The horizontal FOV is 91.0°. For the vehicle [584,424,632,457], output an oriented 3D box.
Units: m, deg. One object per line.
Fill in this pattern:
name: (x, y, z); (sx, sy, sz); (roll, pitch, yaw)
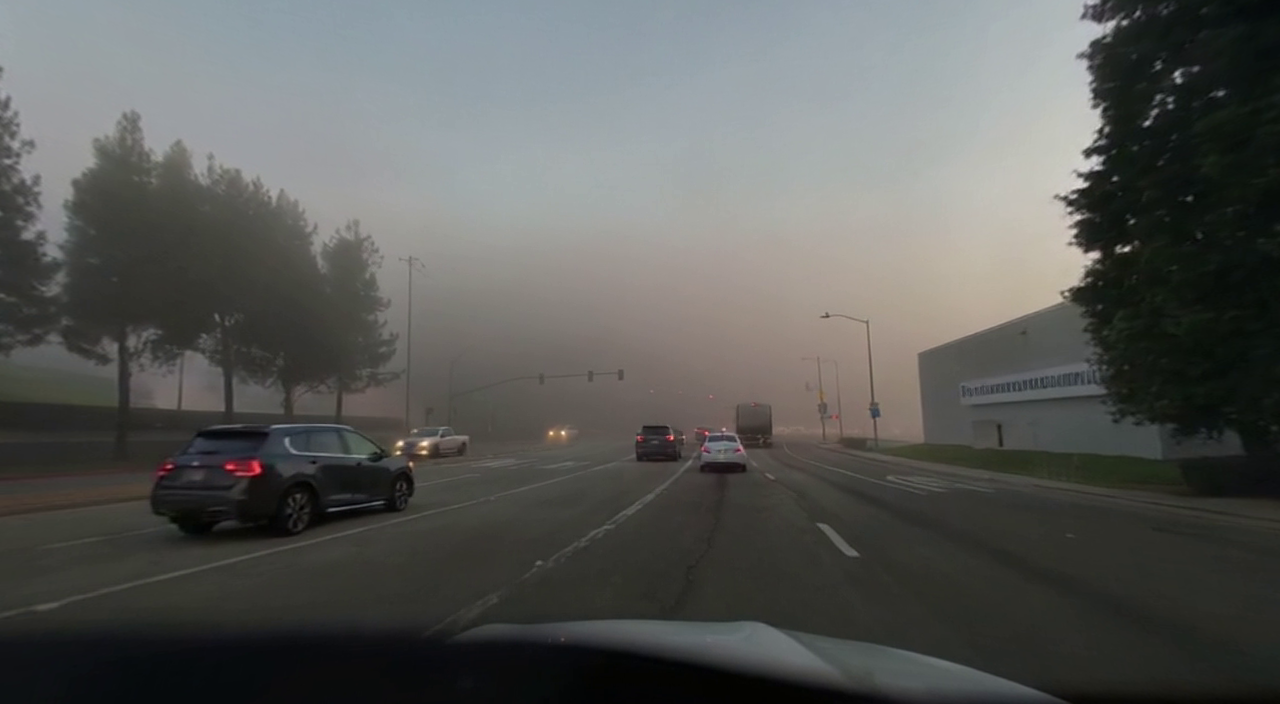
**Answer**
vehicle: (-1.807, 5.273, 37.374); (2.078, 1.787, 5.006); (-1, -9, 6)

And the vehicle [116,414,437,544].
vehicle: (-5.033, 1.816, 9.594); (2.010, 1.515, 4.152); (-1, -9, 8)

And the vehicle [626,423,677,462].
vehicle: (0.681, 4.751, 33.062); (2.188, 1.892, 4.488); (-1, -9, 7)

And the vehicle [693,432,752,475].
vehicle: (3.282, 3.987, 24.920); (2.109, 1.500, 4.585); (-1, -9, 8)
